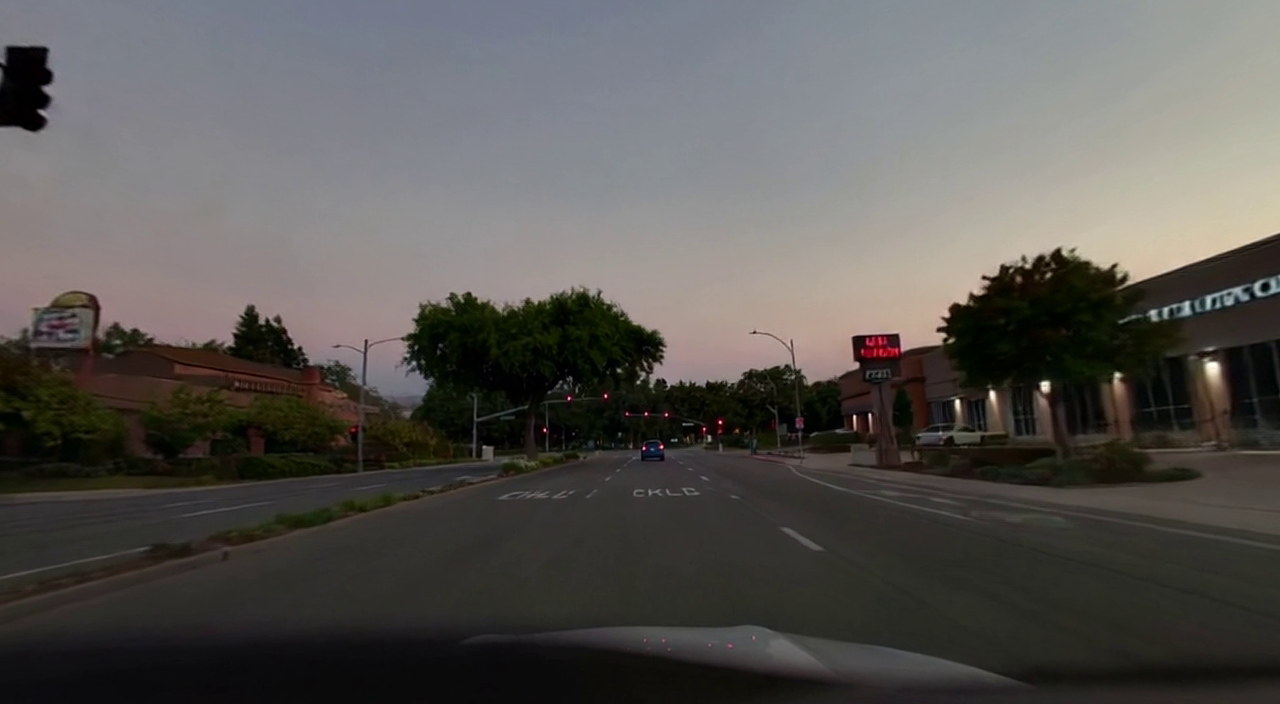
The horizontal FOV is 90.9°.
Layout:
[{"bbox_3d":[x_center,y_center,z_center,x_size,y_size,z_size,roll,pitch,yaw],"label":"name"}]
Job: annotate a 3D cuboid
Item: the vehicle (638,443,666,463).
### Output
[{"bbox_3d":[0.869,7.690,48.100,2.028,1.478,4.545,0,-9,0],"label":"vehicle"}]
